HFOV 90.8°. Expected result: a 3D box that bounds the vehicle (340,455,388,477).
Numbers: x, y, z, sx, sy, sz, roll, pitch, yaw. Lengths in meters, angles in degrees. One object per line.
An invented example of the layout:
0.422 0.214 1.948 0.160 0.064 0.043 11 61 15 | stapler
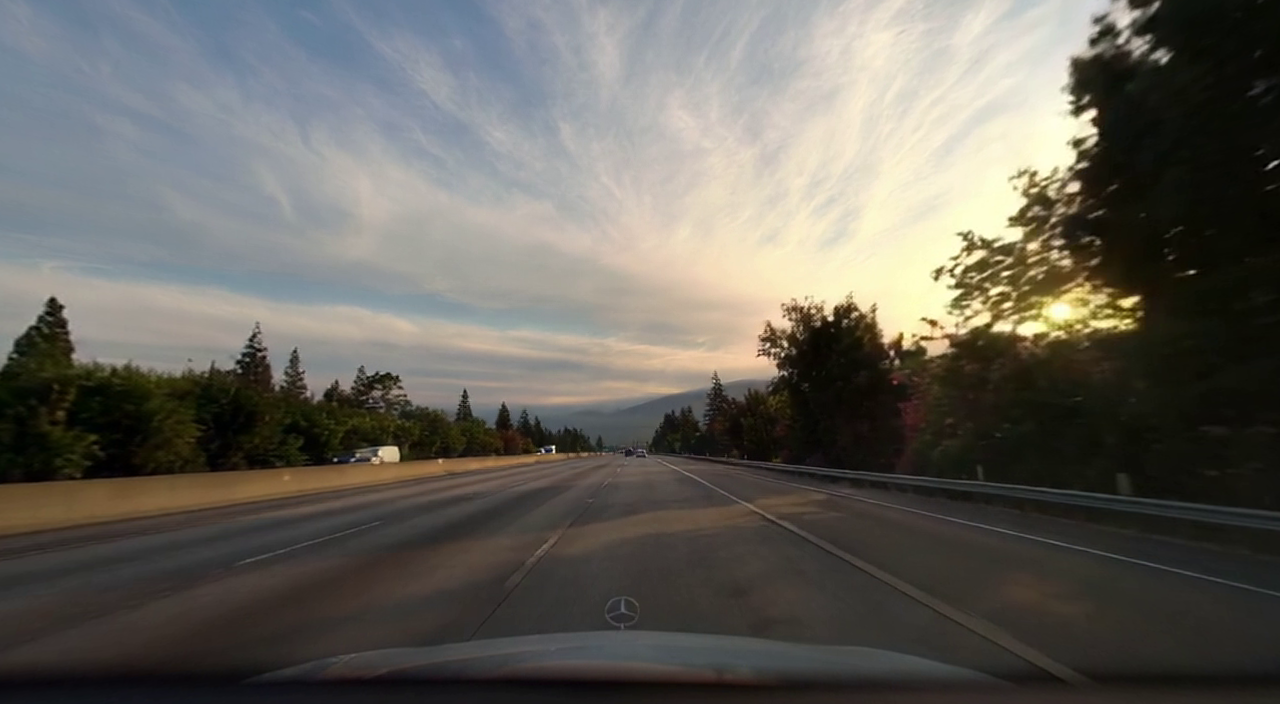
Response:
-19.696 8.146 45.229 1.728 1.495 3.757 0 -9 0 | vehicle
